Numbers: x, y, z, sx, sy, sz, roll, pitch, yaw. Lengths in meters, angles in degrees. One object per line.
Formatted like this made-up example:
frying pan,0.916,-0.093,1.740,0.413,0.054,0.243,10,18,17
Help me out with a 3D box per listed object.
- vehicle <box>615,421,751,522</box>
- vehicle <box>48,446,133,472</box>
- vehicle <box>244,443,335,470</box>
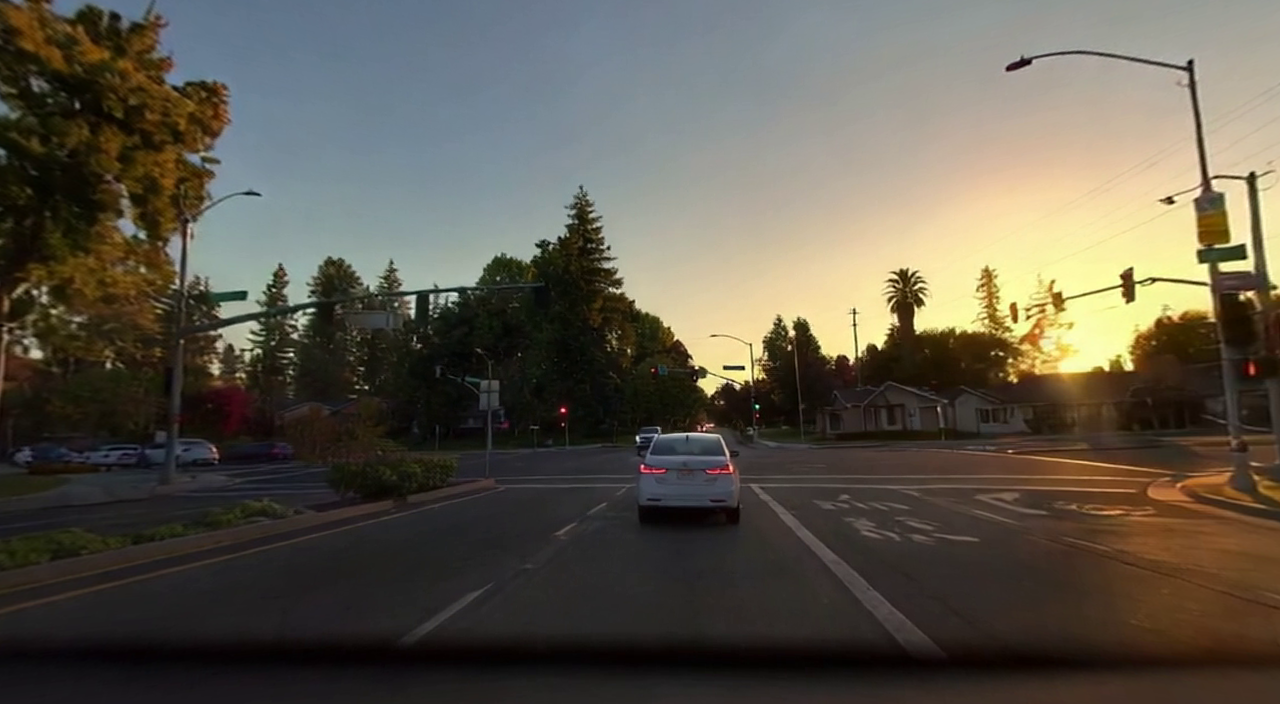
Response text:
vehicle,0.867,2.255,12.411,2.139,1.564,4.901,-1,-8,5
vehicle,-36.489,7.080,41.690,4.612,1.673,1.972,-3,-9,17
vehicle,-20.774,6.160,37.217,4.735,1.472,1.932,-3,-9,19
